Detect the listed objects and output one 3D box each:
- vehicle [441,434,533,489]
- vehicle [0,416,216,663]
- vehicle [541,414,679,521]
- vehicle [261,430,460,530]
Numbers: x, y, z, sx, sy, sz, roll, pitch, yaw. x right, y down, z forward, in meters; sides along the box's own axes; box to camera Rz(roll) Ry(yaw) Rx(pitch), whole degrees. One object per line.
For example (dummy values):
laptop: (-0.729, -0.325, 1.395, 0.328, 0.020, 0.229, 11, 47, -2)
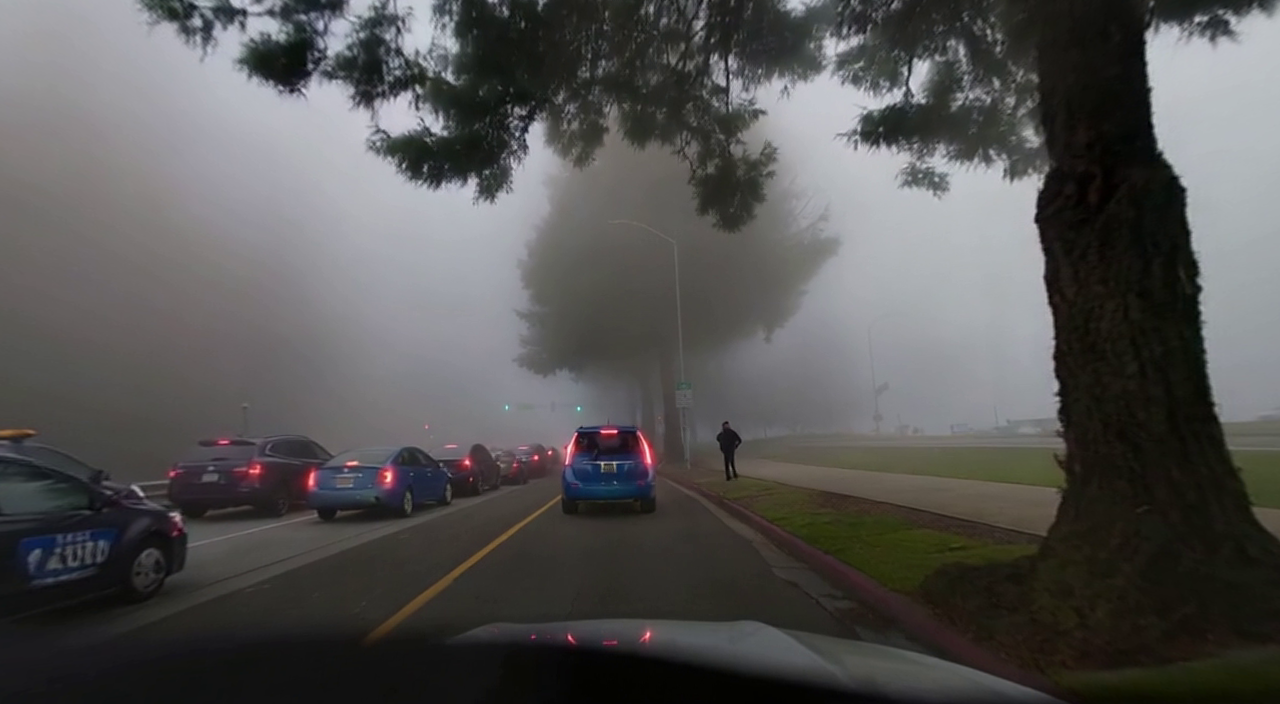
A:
vehicle: (-5.408, 3.930, 23.027, 2.188, 1.774, 4.477, 0, -9, 1)
vehicle: (-5.267, 1.243, 4.166, 2.069, 1.616, 4.108, 0, -9, 0)
vehicle: (-0.568, 2.312, 13.097, 2.368, 1.829, 4.293, 0, -9, -2)
vehicle: (-5.399, 2.519, 13.034, 2.010, 1.674, 4.484, 0, -9, 1)
